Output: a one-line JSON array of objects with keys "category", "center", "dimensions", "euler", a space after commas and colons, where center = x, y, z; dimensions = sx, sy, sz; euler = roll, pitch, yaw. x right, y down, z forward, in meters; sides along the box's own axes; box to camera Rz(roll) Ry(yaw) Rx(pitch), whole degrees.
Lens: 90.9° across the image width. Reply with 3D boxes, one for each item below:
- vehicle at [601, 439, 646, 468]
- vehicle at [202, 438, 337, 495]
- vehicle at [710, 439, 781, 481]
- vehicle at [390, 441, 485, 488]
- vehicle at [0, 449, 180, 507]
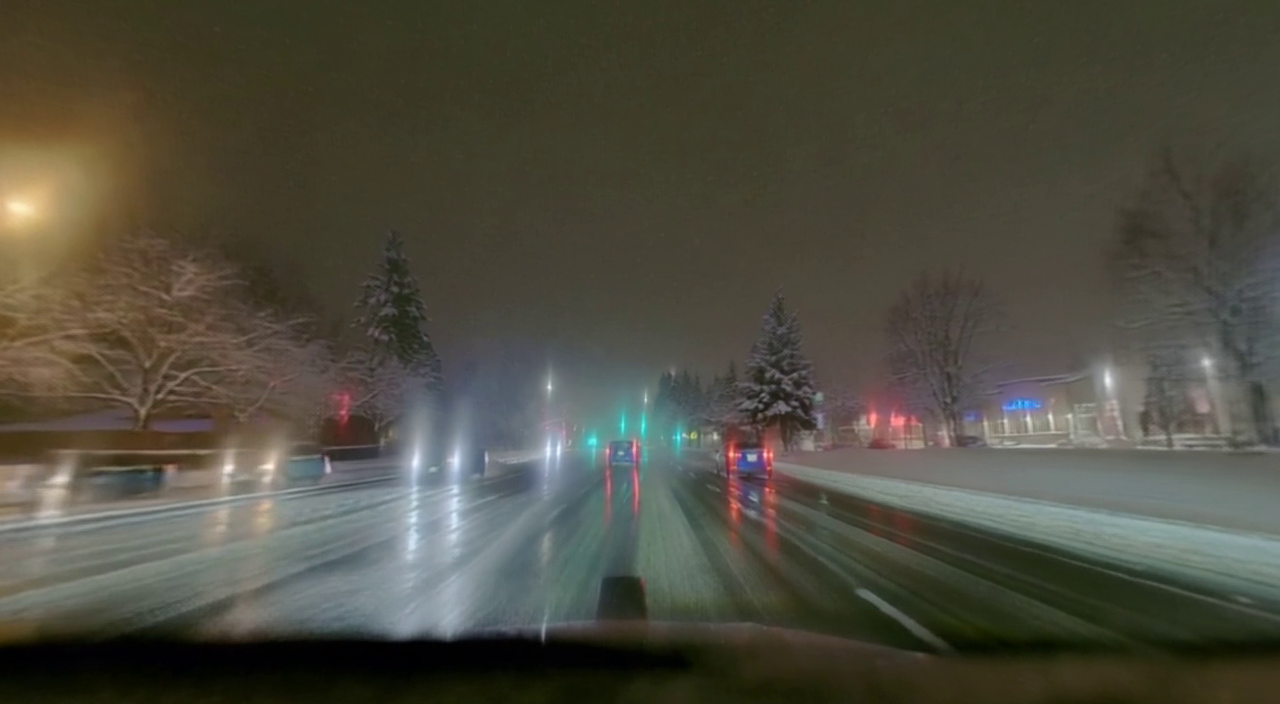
[{"category": "vehicle", "center": [-0.825, 5.512, 34.441], "dimensions": [2.001, 1.504, 4.212], "euler": [-1, -8, 4]}, {"category": "vehicle", "center": [-12.069, 3.719, 20.922], "dimensions": [1.944, 1.662, 4.160], "euler": [0, -8, 0]}, {"category": "vehicle", "center": [4.043, 4.214, 24.935], "dimensions": [1.977, 1.474, 4.399], "euler": [0, -8, -1]}, {"category": "vehicle", "center": [-6.810, 3.798, 21.709], "dimensions": [1.993, 1.444, 3.965], "euler": [0, -8, -1]}, {"category": "vehicle", "center": [-16.190, 3.632, 18.676], "dimensions": [1.841, 1.479, 4.286], "euler": [0, -8, 1]}]
